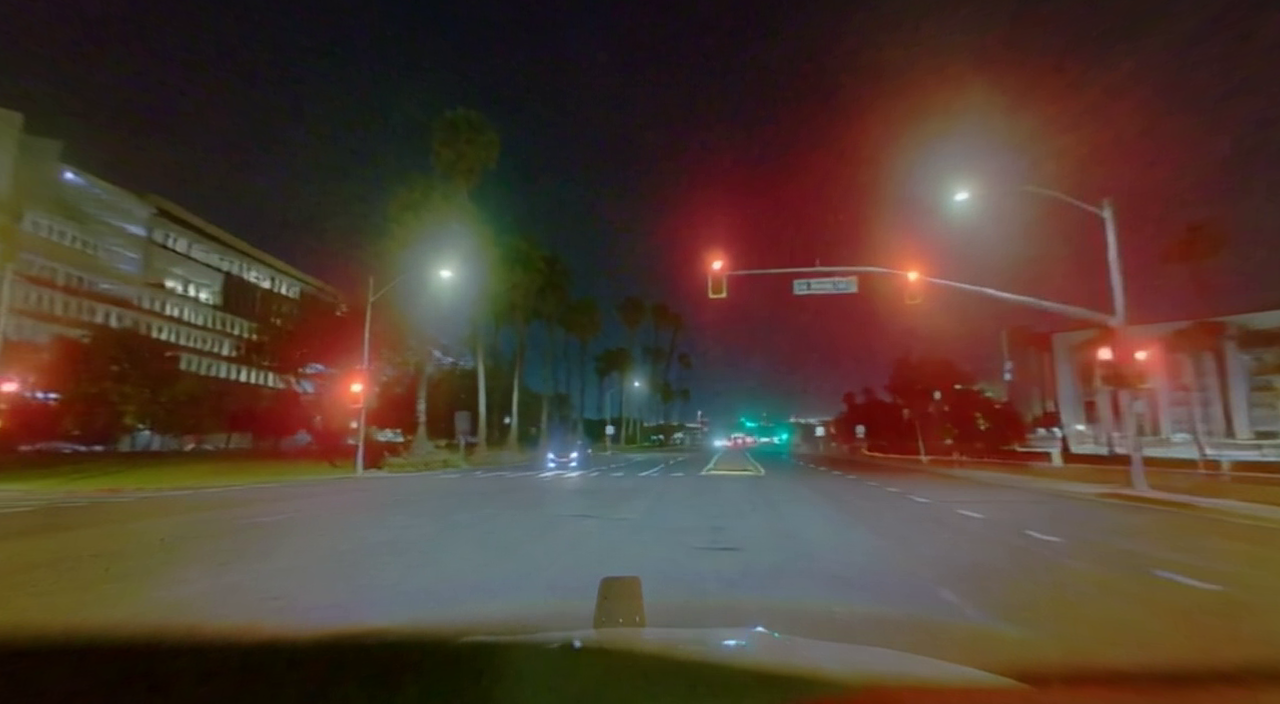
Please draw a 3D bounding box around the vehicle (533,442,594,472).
[{"bbox_3d":[-3.933,5.518,33.340,2.149,1.477,4.186,-1,-9,9],"label":"vehicle"}]
